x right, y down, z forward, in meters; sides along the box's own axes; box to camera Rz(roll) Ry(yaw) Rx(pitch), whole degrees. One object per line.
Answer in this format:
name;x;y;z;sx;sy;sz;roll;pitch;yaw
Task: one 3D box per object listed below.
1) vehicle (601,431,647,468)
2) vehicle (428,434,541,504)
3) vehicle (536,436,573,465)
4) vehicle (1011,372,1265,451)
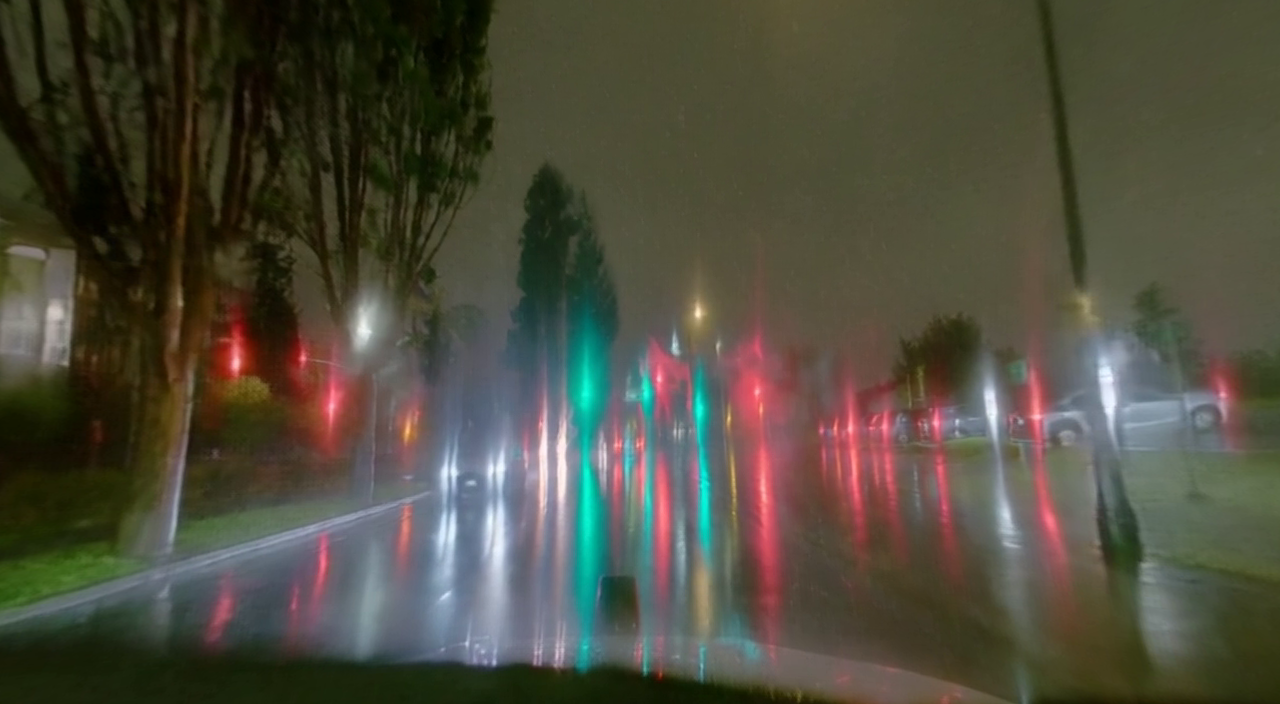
vehicle;-0.771;4.894;31.769;2.142;1.686;3.816;-1;-8;0
vehicle;-3.710;2.844;15.704;1.973;1.512;3.524;0;-8;-1
vehicle;-5.118;5.896;37.710;2.057;1.613;4.062;0;-8;-7
vehicle;11.956;1.492;15.435;4.349;1.462;1.982;-5;-7;6
